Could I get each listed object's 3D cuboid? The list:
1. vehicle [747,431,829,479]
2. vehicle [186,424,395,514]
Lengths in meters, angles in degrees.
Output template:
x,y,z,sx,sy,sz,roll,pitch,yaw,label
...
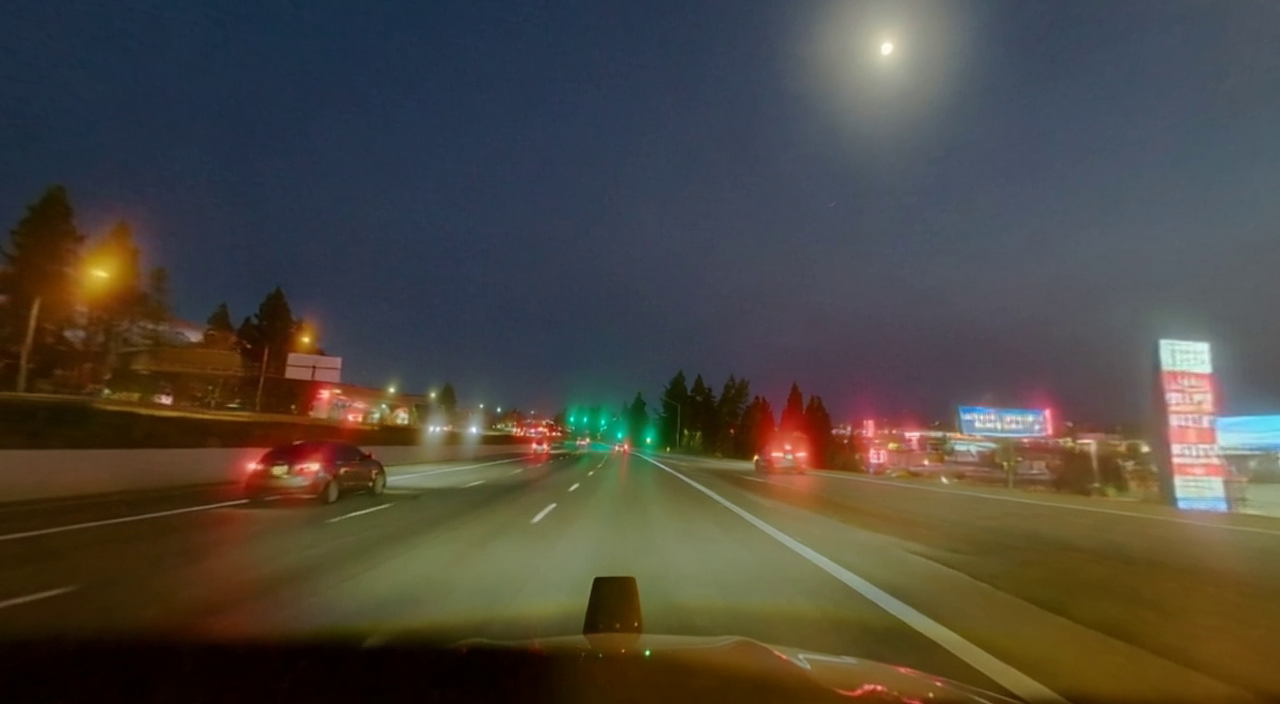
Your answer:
x,y,z,sx,sy,sz,roll,pitch,yaw,label
5.917,4.179,25.851,2.023,1.782,4.193,1,-9,-5,vehicle
-7.598,2.596,14.493,2.030,1.672,4.913,0,-9,-1,vehicle
